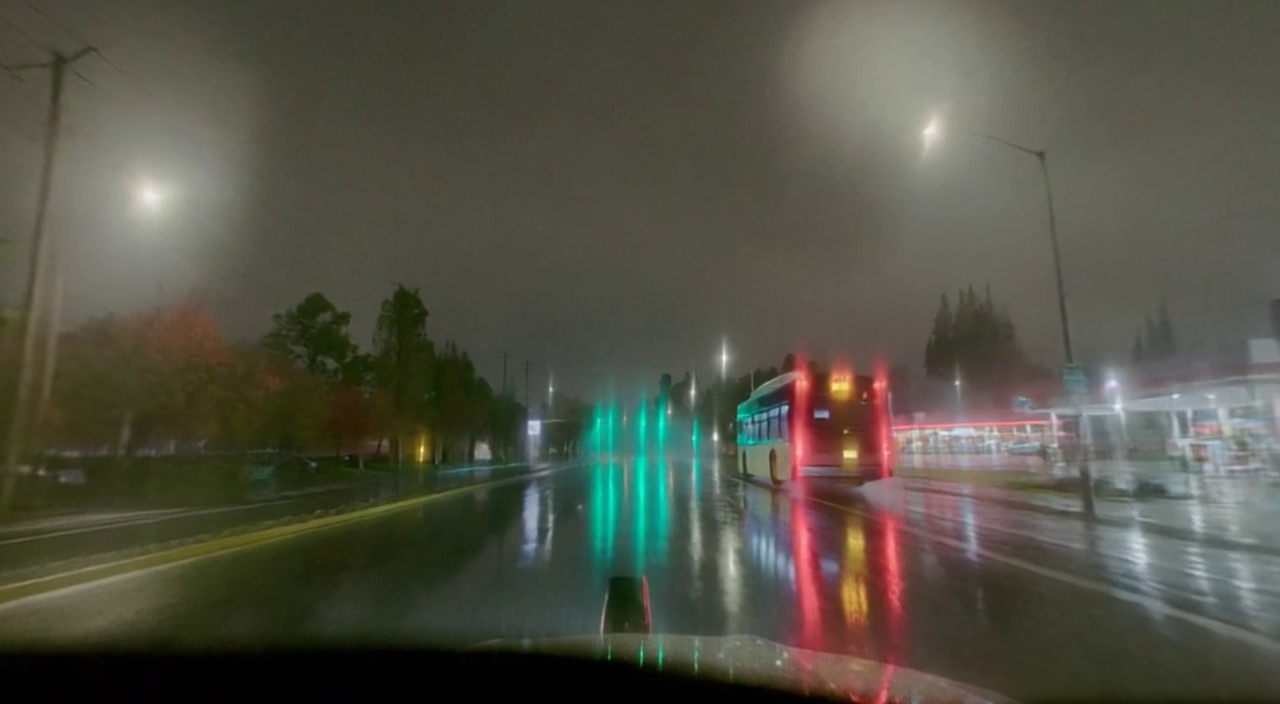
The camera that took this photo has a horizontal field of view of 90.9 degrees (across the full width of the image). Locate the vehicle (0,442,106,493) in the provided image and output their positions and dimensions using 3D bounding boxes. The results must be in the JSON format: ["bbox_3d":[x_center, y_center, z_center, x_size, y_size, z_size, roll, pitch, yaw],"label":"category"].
[{"bbox_3d":[-24.412,4.382,24.157,2.284,1.855,5.392,-4,-9,25],"label":"vehicle"}]

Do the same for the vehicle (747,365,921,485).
[{"bbox_3d":[8.605,3.744,30.893,4.582,4.678,12.589,0,-8,0],"label":"vehicle"}]

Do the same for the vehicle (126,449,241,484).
[{"bbox_3d":[-24.218,6.076,33.537,4.325,1.716,2.358,0,-9,5],"label":"vehicle"}]
